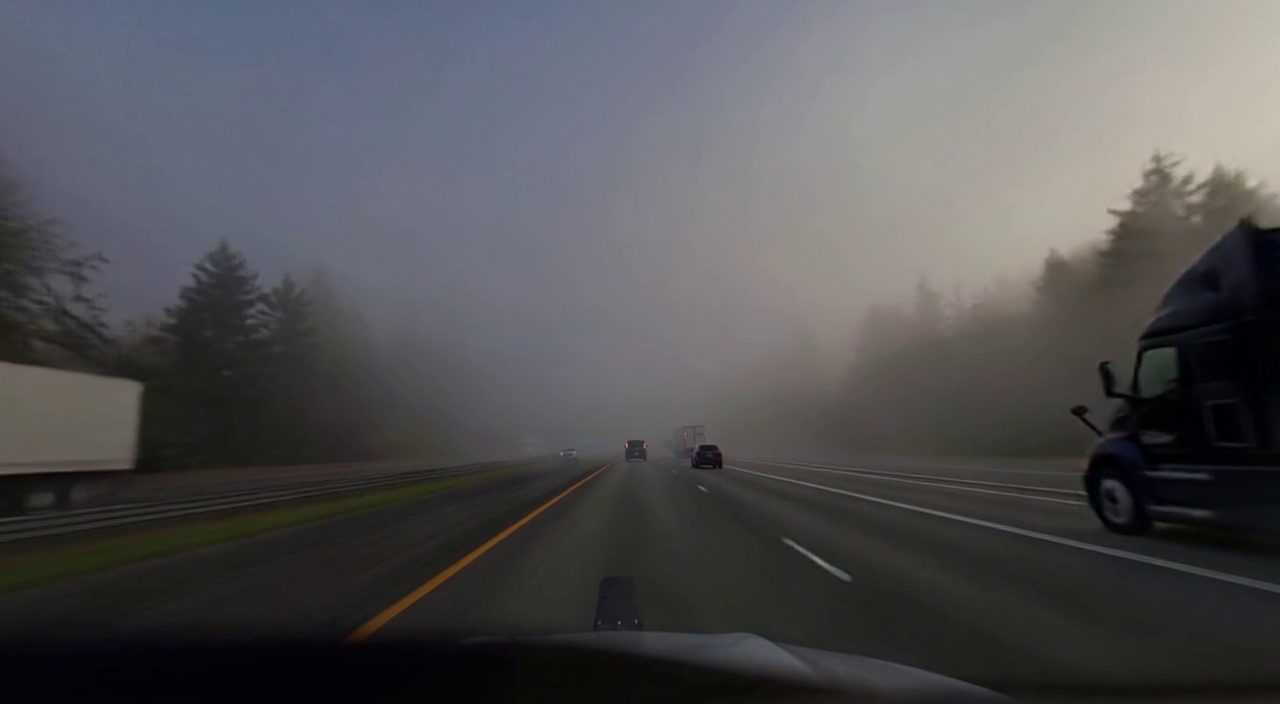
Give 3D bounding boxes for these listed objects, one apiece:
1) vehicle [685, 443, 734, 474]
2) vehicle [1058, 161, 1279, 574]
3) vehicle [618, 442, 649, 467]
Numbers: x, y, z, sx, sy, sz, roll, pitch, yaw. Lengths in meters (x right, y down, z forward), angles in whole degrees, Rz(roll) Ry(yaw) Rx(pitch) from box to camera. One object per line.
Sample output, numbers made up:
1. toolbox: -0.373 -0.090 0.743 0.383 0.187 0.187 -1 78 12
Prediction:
1. vehicle: 3.637 5.676 33.727 2.025 1.534 4.179 0 -9 -1
2. vehicle: 7.714 0.143 6.086 3.038 3.946 5.844 0 -9 0
3. vehicle: -0.447 7.359 45.150 2.114 1.706 4.106 0 -9 -1
